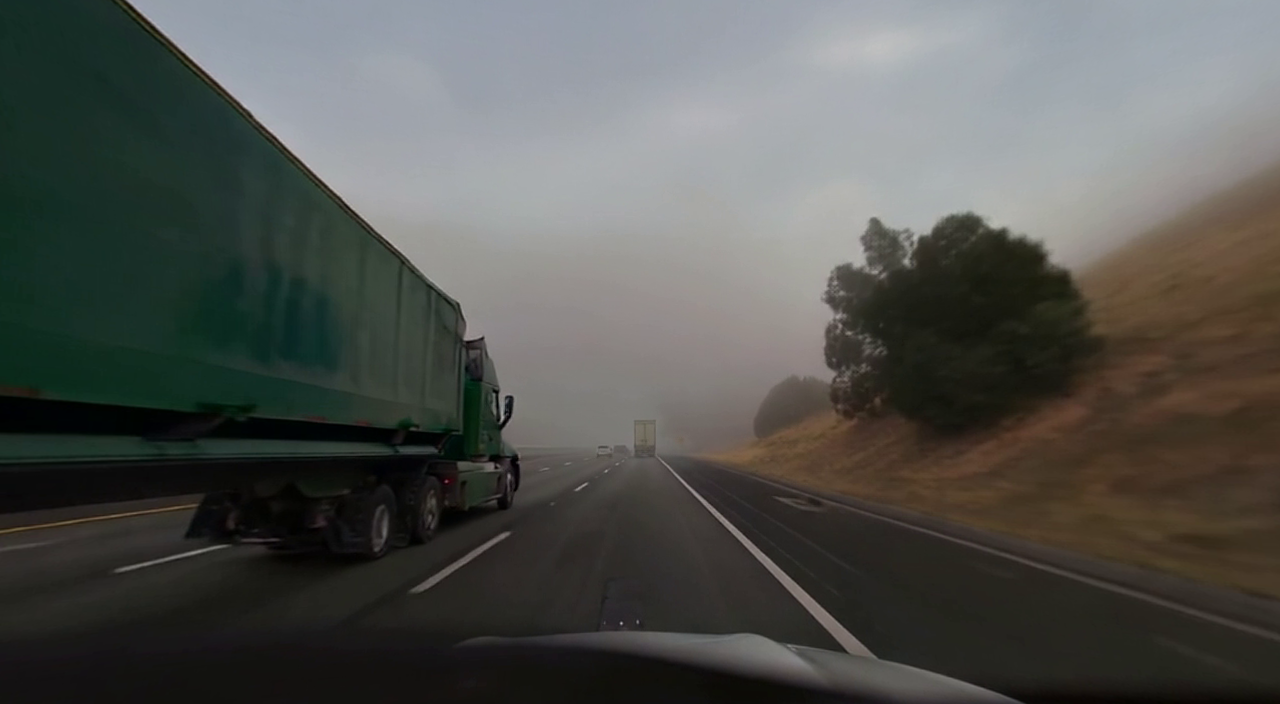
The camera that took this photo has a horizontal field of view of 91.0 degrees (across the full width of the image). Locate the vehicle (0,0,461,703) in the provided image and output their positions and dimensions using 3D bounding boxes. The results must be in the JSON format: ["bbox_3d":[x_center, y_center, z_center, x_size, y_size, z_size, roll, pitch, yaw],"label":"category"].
[{"bbox_3d":[-3.722,0.124,2.776,2.789,3.271,10.894,1,-9,-1],"label":"vehicle"}]
